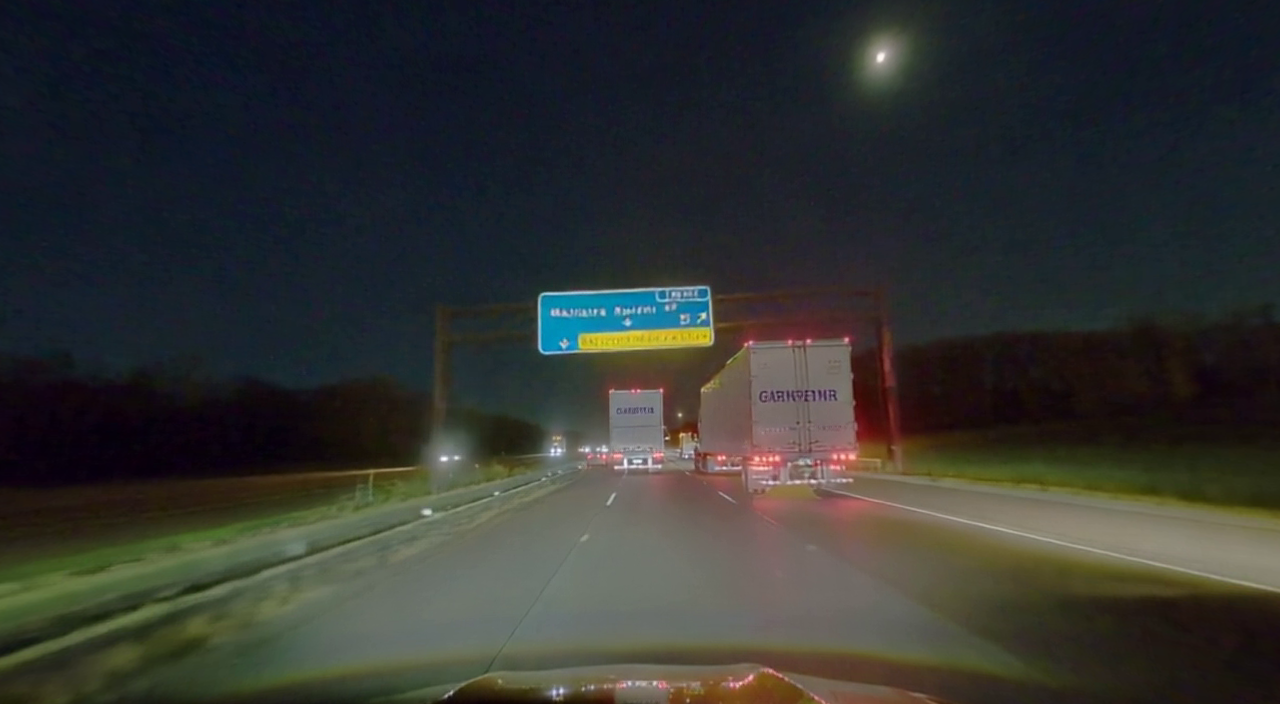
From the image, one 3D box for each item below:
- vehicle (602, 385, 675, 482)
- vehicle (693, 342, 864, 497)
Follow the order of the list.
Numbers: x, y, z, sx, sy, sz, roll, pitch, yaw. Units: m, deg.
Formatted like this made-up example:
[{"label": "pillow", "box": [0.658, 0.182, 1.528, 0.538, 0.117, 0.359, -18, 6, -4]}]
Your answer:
[{"label": "vehicle", "box": [-0.063, 3.951, 29.809, 2.864, 3.805, 9.709, 0, -9, 0]}, {"label": "vehicle", "box": [4.274, 2.874, 24.086, 3.044, 4.128, 14.482, 0, -9, -1]}]
